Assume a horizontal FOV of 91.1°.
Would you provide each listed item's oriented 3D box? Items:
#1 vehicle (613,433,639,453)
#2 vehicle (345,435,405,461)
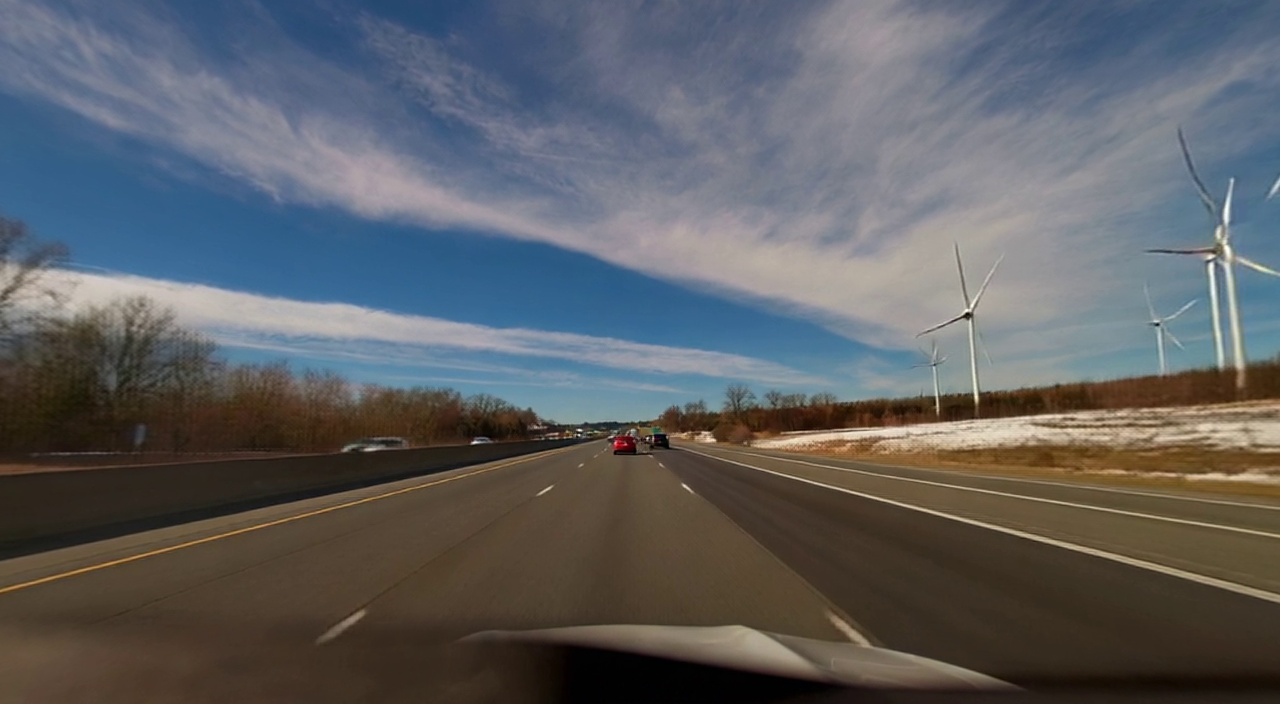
[{"bbox_3d":[-1.082,7.054,48.805,1.892,1.496,3.575,0,-8,-2],"label":"vehicle"},{"bbox_3d":[-16.810,6.075,40.113,1.900,1.576,4.554,0,-8,-1],"label":"vehicle"}]
